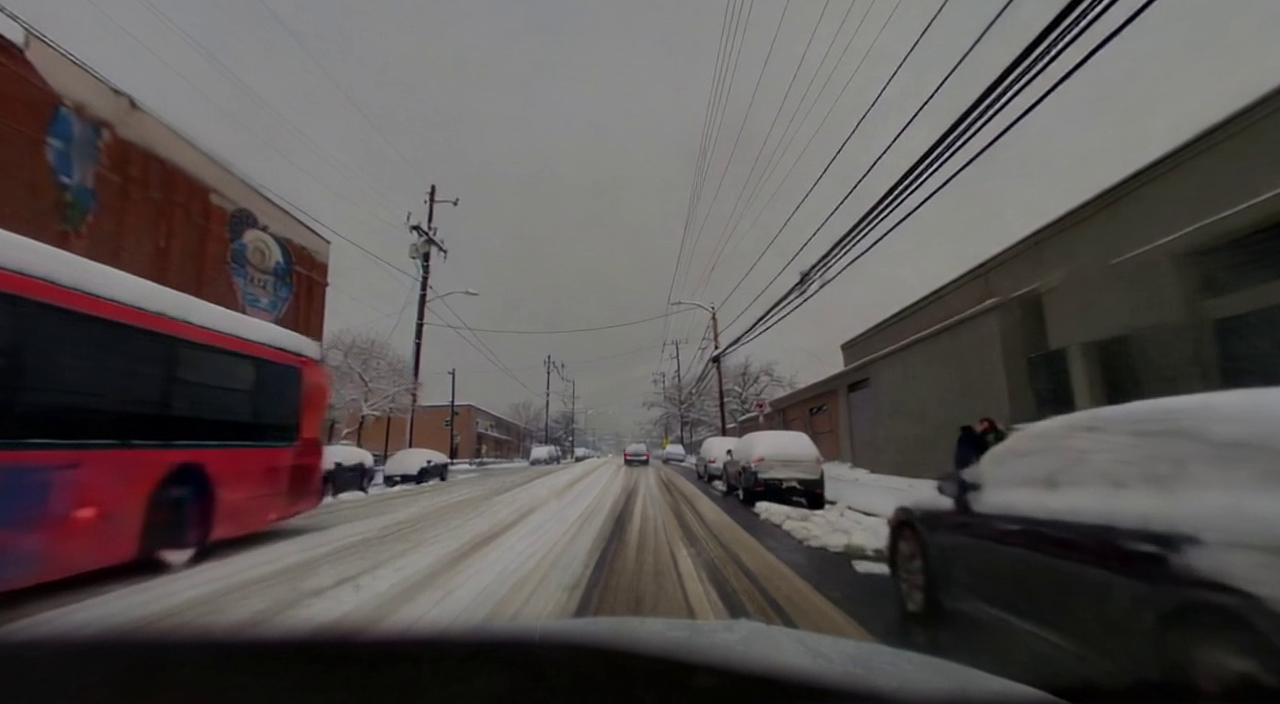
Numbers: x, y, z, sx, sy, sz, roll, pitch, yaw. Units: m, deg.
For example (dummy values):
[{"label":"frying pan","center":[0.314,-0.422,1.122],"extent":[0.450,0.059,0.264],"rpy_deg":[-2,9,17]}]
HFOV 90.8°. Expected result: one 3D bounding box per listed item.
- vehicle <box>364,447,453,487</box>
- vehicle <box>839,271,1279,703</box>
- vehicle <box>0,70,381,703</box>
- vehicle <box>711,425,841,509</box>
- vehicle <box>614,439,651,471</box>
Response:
[{"label":"vehicle","center":[-10.035,5.046,27.862],"extent":[2.079,1.550,4.865],"rpy_deg":[-1,-10,0]},{"label":"vehicle","center":[3.065,0.918,3.450],"extent":[2.230,1.855,4.922],"rpy_deg":[0,-9,-1]},{"label":"vehicle","center":[-4.989,0.258,3.317],"extent":[3.297,3.342,12.875],"rpy_deg":[1,-9,-7]},{"label":"vehicle","center":[3.169,2.820,15.881],"extent":[2.102,1.765,4.674],"rpy_deg":[0,-9,-1]},{"label":"vehicle","center":[-0.457,6.313,38.797],"extent":[2.190,1.783,4.048],"rpy_deg":[0,-9,0]}]
